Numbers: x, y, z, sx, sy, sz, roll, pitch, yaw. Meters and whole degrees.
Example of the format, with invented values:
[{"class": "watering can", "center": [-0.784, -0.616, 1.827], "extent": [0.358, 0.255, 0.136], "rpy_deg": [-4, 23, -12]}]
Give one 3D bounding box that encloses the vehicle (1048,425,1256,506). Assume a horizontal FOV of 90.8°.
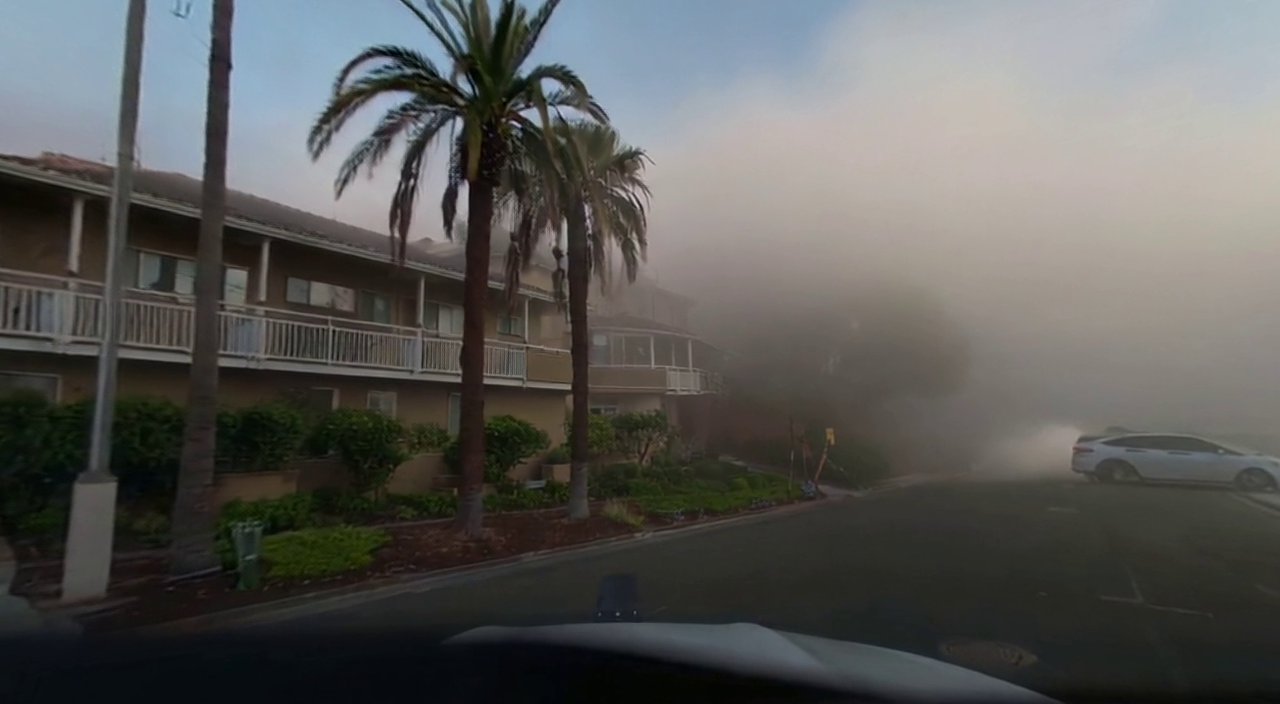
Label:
[{"class": "vehicle", "center": [19.389, 4.228, 24.409], "extent": [5.872, 2.468, 2.864], "rpy_deg": [-1, -8, 36]}]
